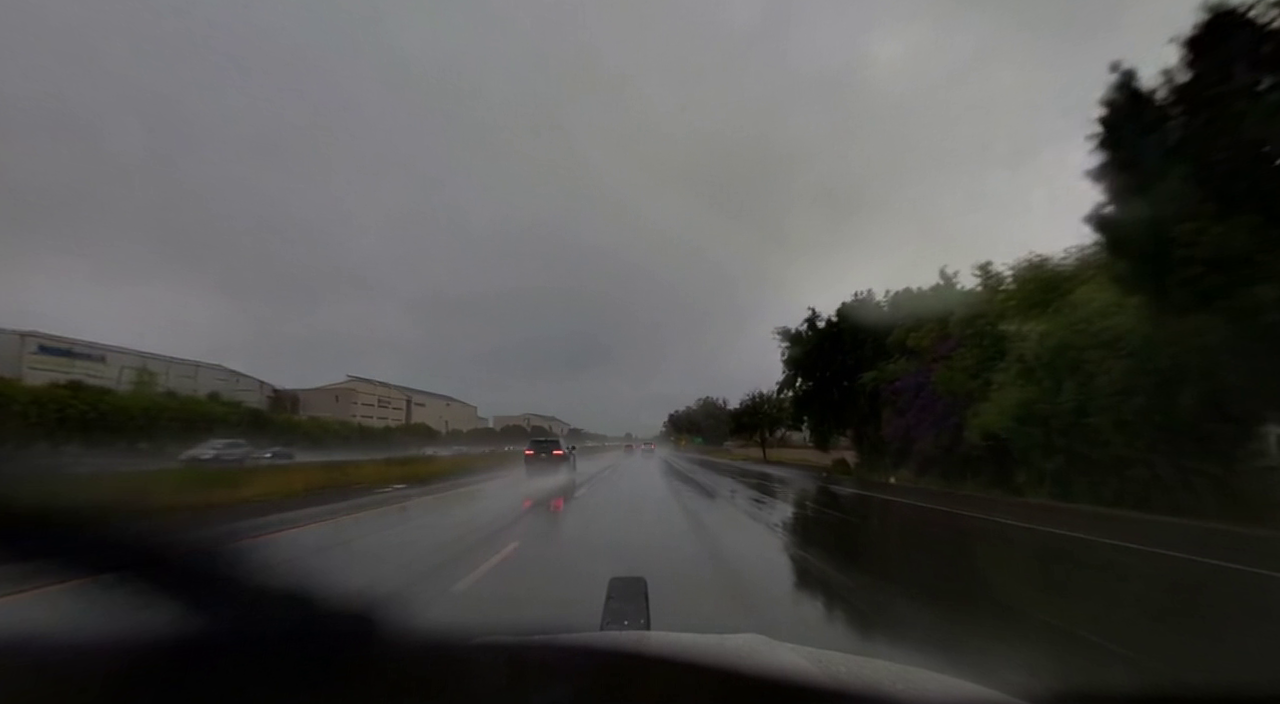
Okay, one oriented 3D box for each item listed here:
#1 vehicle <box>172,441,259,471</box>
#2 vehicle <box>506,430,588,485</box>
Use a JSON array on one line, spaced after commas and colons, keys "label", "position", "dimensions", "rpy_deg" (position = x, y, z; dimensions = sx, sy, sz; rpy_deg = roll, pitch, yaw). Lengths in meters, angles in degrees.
[{"label": "vehicle", "position": [-27.868, 6.835, 41.621], "dimensions": [2.075, 1.834, 5.135], "rpy_deg": [0, -9, 0]}, {"label": "vehicle", "position": [-3.401, 4.003, 24.163], "dimensions": [2.218, 1.850, 4.774], "rpy_deg": [0, -9, 2]}]
